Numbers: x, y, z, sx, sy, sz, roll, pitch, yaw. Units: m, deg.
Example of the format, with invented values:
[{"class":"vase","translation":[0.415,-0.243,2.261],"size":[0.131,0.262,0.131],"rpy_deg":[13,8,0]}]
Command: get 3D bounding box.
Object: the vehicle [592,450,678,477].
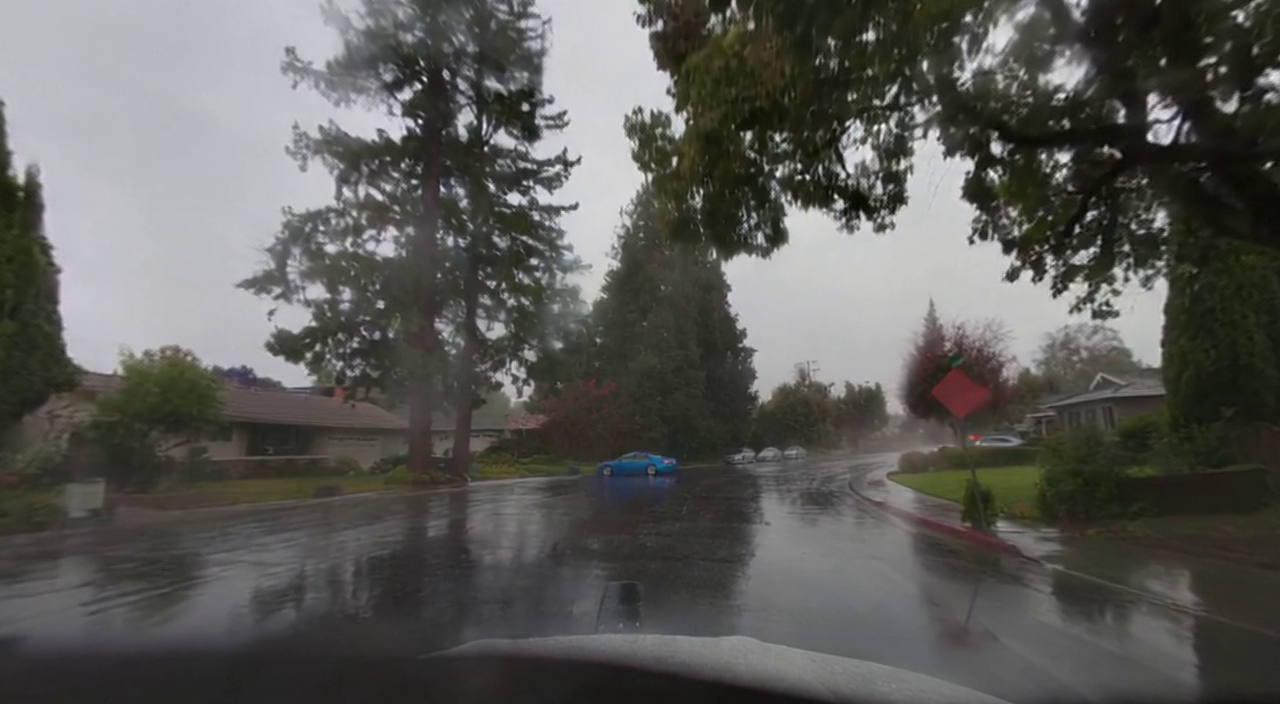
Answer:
[{"class":"vehicle","translation":[-0.278,6.444,36.771],"size":[4.653,1.480,1.871],"rpy_deg":[-3,-9,20]}]
